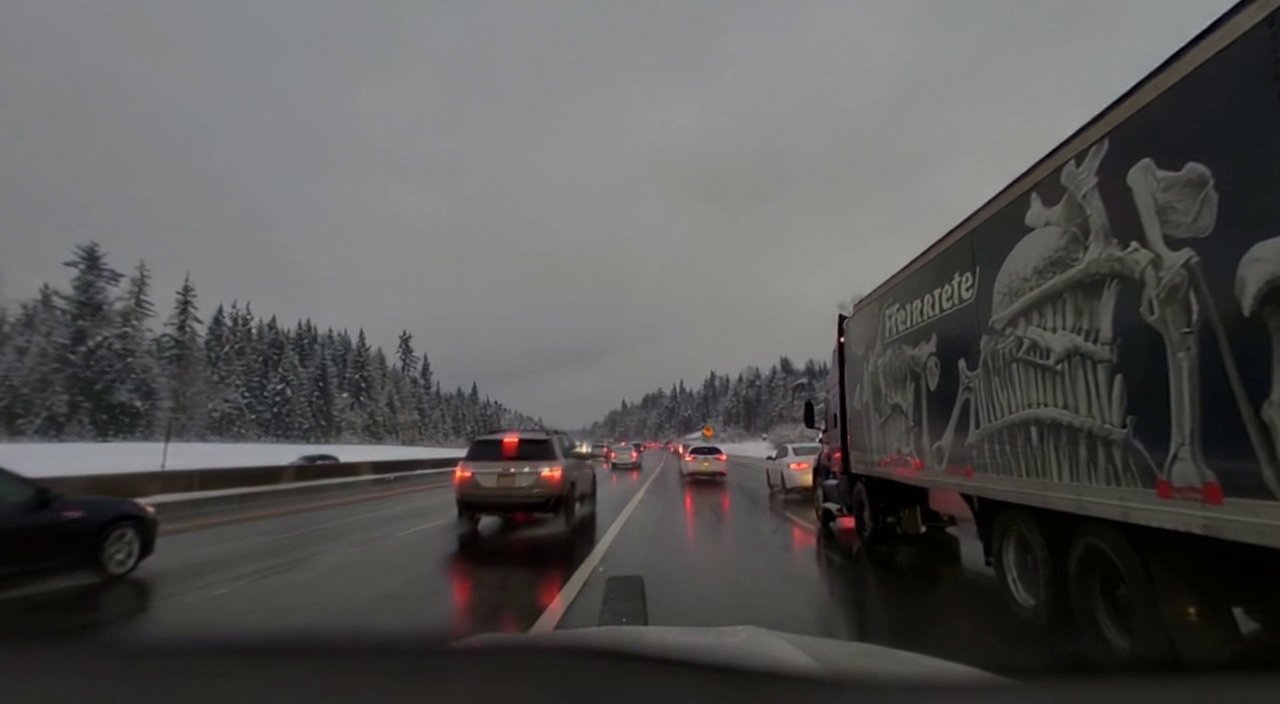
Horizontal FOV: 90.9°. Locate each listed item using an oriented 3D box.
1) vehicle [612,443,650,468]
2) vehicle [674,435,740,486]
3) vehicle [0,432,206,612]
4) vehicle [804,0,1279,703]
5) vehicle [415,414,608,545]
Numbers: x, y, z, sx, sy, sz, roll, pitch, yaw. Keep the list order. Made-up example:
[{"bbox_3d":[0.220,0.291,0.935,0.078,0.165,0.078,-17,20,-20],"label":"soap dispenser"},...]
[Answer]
[{"bbox_3d":[-0.495,6.498,39.731,2.036,1.441,4.253,-1,-8,4],"label":"vehicle"},{"bbox_3d":[2.383,3.990,23.553,2.156,1.701,4.494,-1,-8,3],"label":"vehicle"},{"bbox_3d":[-6.218,1.353,4.883,1.965,1.443,4.968,-1,-8,4],"label":"vehicle"},{"bbox_3d":[3.972,0.589,5.439,2.987,3.212,9.311,-1,-8,3],"label":"vehicle"},{"bbox_3d":[-1.924,2.122,11.173,2.153,1.805,4.631,-1,-8,4],"label":"vehicle"}]
